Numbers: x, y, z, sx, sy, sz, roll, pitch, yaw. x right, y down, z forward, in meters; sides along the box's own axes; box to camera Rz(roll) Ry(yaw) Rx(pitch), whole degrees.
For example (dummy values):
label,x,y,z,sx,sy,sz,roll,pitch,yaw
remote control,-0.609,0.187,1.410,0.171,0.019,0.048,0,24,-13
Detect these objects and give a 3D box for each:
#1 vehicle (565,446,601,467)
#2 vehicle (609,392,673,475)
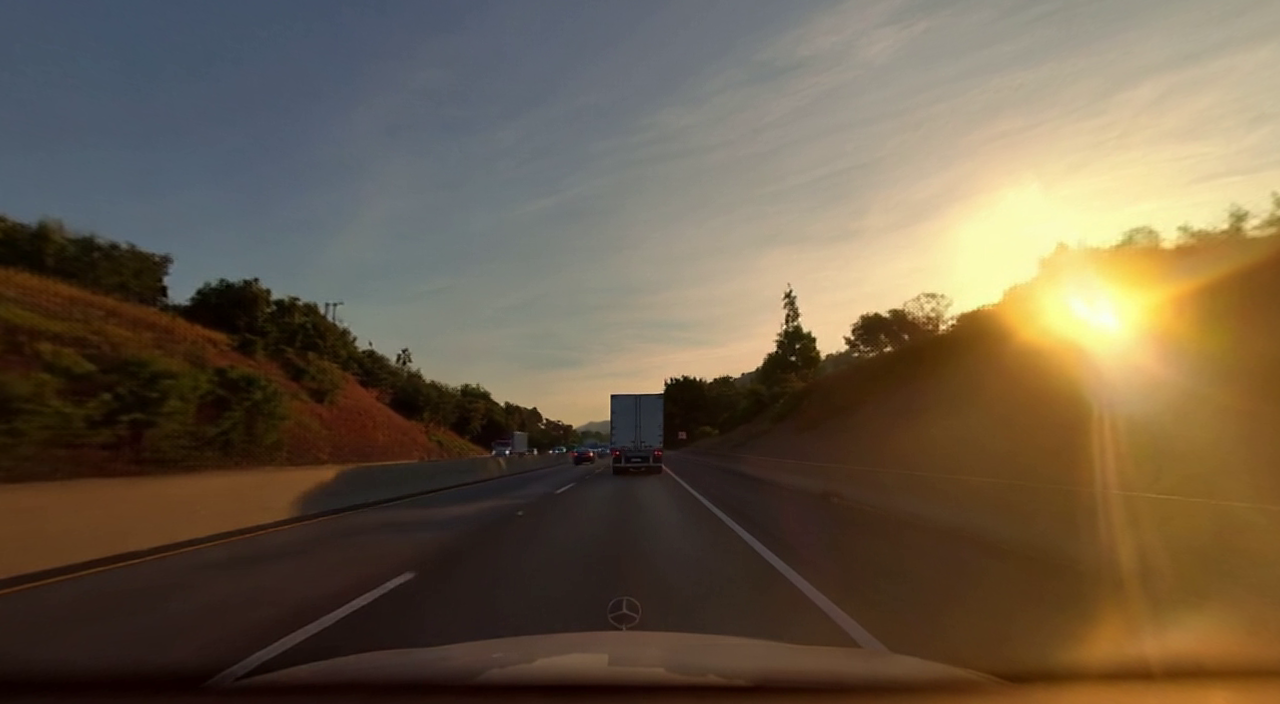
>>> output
label,x,y,z,sx,sy,sz,roll,pitch,yaw
vehicle,-4.197,7.814,47.126,2.206,1.478,4.824,0,-9,0
vehicle,0.057,4.568,34.375,2.959,3.828,9.617,0,-9,0
